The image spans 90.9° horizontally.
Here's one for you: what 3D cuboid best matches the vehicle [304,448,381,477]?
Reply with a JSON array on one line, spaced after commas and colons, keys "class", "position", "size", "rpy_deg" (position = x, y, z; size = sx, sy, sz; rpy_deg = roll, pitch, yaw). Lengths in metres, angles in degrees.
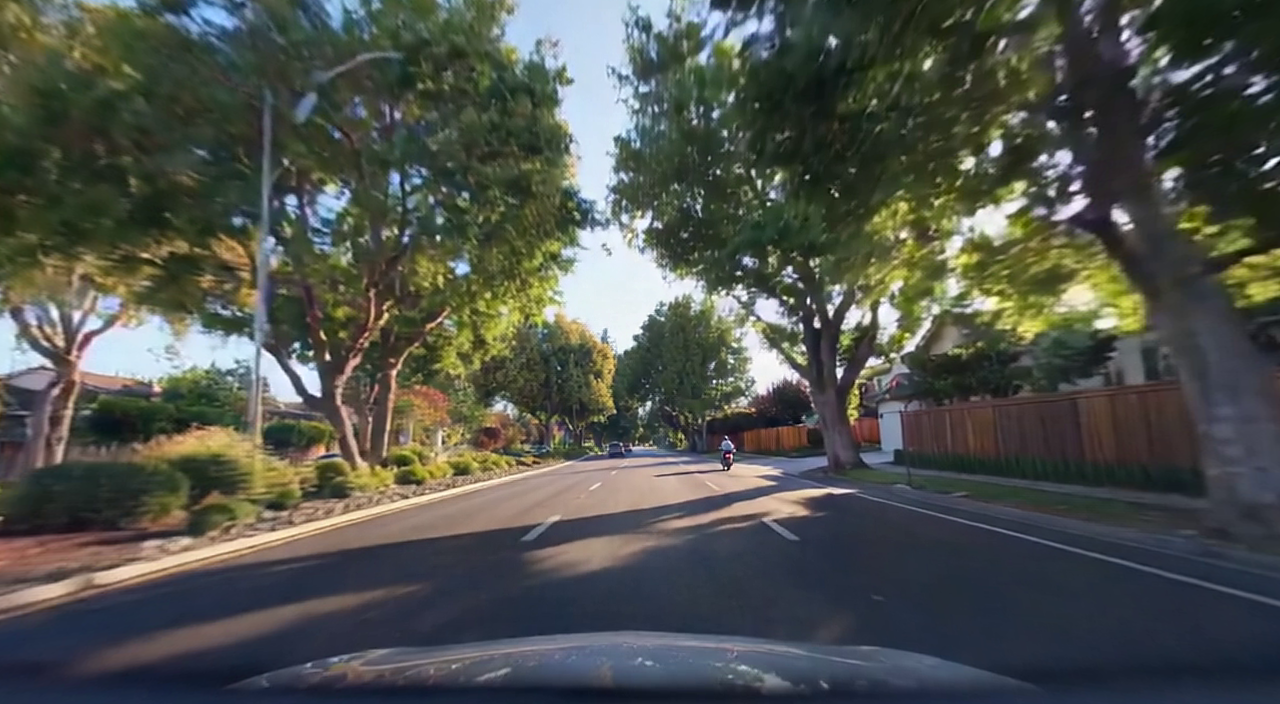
[{"class": "vehicle", "position": [-16.684, 6.209, 35.643], "size": [1.963, 1.480, 4.659], "rpy_deg": [-1, -8, 1]}]
